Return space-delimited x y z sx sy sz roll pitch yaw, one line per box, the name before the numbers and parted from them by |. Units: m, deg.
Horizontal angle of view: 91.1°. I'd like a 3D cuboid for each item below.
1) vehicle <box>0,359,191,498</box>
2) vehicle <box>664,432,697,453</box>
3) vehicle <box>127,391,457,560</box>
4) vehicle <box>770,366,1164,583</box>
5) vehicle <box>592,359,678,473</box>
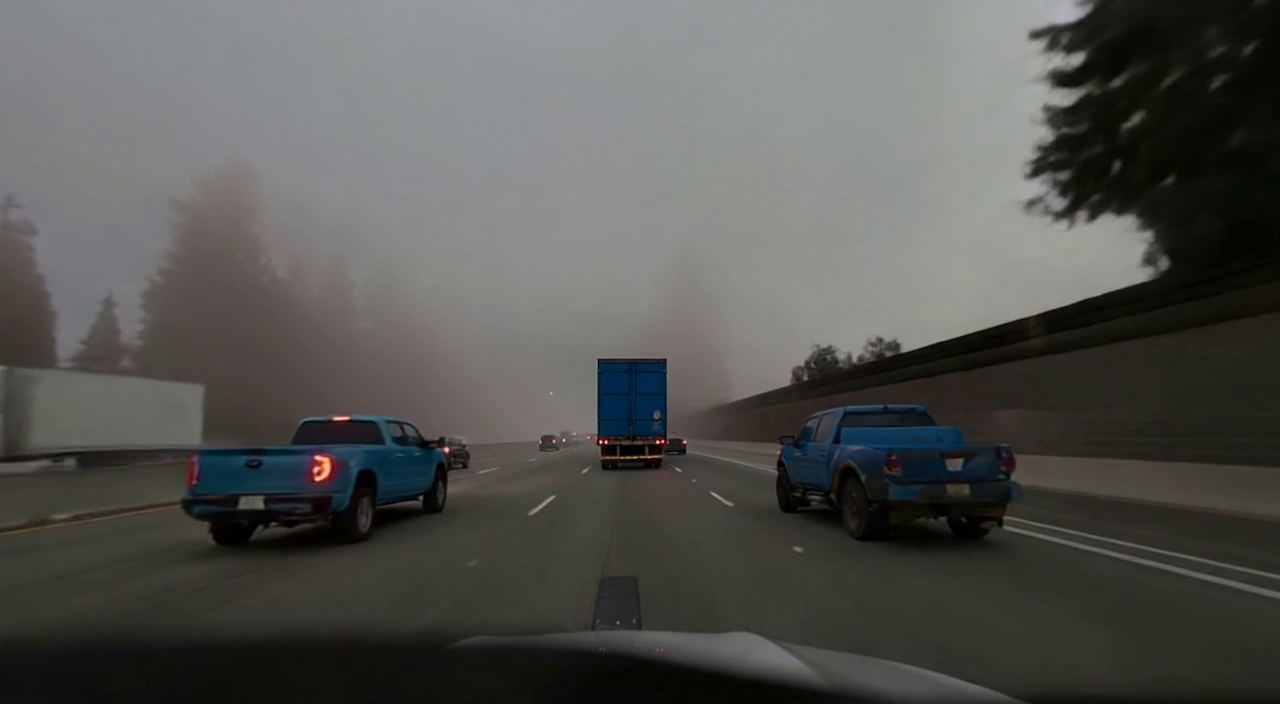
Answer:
vehicle | -19.992 2.584 20.903 2.974 3.945 9.859 0 -8 -1
vehicle | 3.121 7.121 49.616 2.044 1.508 4.716 0 -8 -3
vehicle | -4.282 1.585 8.825 2.134 1.752 4.375 0 -8 -1
vehicle | 3.310 1.363 7.871 2.118 1.832 4.901 0 -8 -3
vehicle | -0.503 2.881 26.790 2.904 3.915 10.473 0 -8 -4
